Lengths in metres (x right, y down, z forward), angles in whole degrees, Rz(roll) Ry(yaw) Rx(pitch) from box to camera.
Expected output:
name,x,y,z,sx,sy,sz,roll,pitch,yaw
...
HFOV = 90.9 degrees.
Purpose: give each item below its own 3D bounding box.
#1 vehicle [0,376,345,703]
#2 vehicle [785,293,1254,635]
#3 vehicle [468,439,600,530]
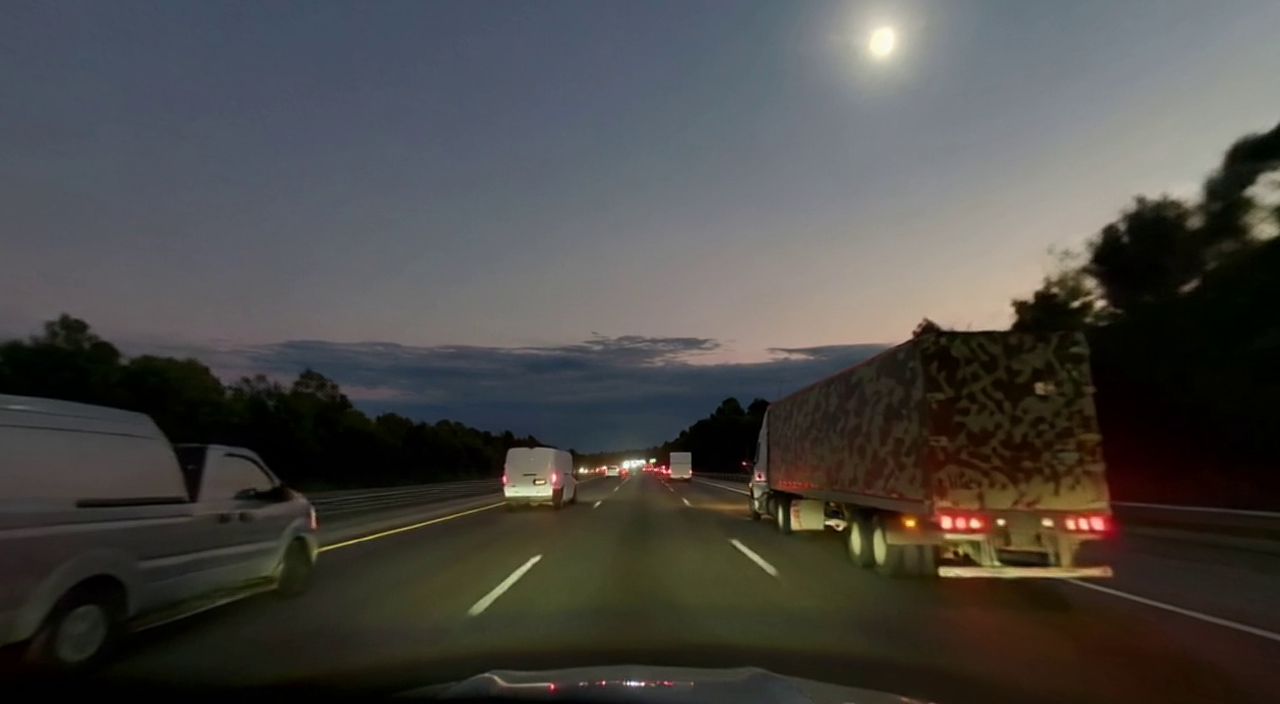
name,x,y,z,sx,sy,sz,roll,pitch,yaw
vehicle,-3.762,1.099,3.503,2.124,1.671,4.262,1,-11,0
vehicle,3.867,1.394,8.133,2.703,2.988,5.097,1,-11,0
vehicle,-2.464,3.346,16.268,2.378,1.930,5.086,0,-11,2
